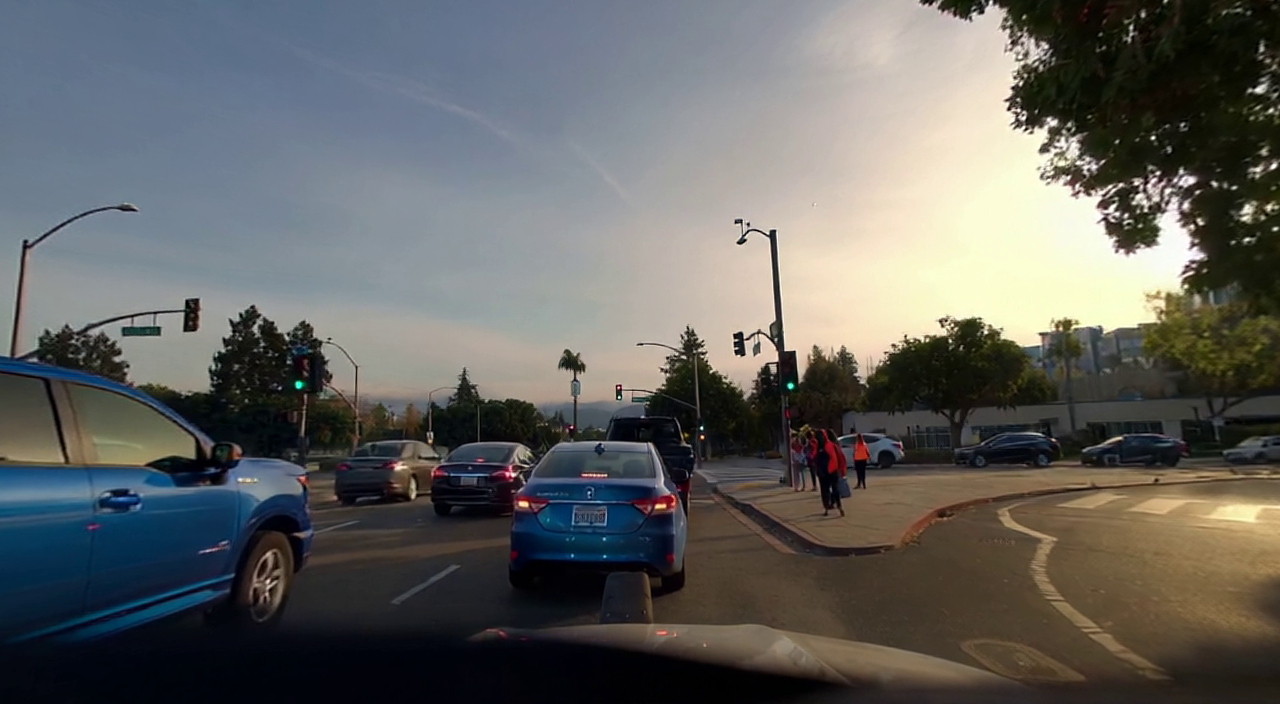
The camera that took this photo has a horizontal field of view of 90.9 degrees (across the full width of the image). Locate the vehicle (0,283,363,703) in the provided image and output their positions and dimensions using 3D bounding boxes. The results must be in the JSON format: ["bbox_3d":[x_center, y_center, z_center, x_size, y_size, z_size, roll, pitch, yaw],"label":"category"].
[{"bbox_3d":[-3.676,0.802,3.139,2.202,1.961,4.980,0,-9,1],"label":"vehicle"}]

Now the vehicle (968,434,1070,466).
[{"bbox_3d":[21.946,5.700,36.670,4.529,1.786,2.110,0,-9,2],"label":"vehicle"}]

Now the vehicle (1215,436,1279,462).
[{"bbox_3d":[36.261,5.548,36.108,4.643,1.464,1.840,-1,-9,3],"label":"vehicle"}]

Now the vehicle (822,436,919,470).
[{"bbox_3d":[12.215,5.388,33.577,4.394,1.724,1.886,0,-9,1],"label":"vehicle"}]

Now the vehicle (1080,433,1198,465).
[{"bbox_3d":[28.951,5.623,36.667,4.967,1.794,2.044,0,-9,2],"label":"vehicle"}]

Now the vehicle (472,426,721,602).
[{"bbox_3d":[-0.374,1.740,7.732,2.144,1.497,4.446,0,-9,0],"label":"vehicle"}]
